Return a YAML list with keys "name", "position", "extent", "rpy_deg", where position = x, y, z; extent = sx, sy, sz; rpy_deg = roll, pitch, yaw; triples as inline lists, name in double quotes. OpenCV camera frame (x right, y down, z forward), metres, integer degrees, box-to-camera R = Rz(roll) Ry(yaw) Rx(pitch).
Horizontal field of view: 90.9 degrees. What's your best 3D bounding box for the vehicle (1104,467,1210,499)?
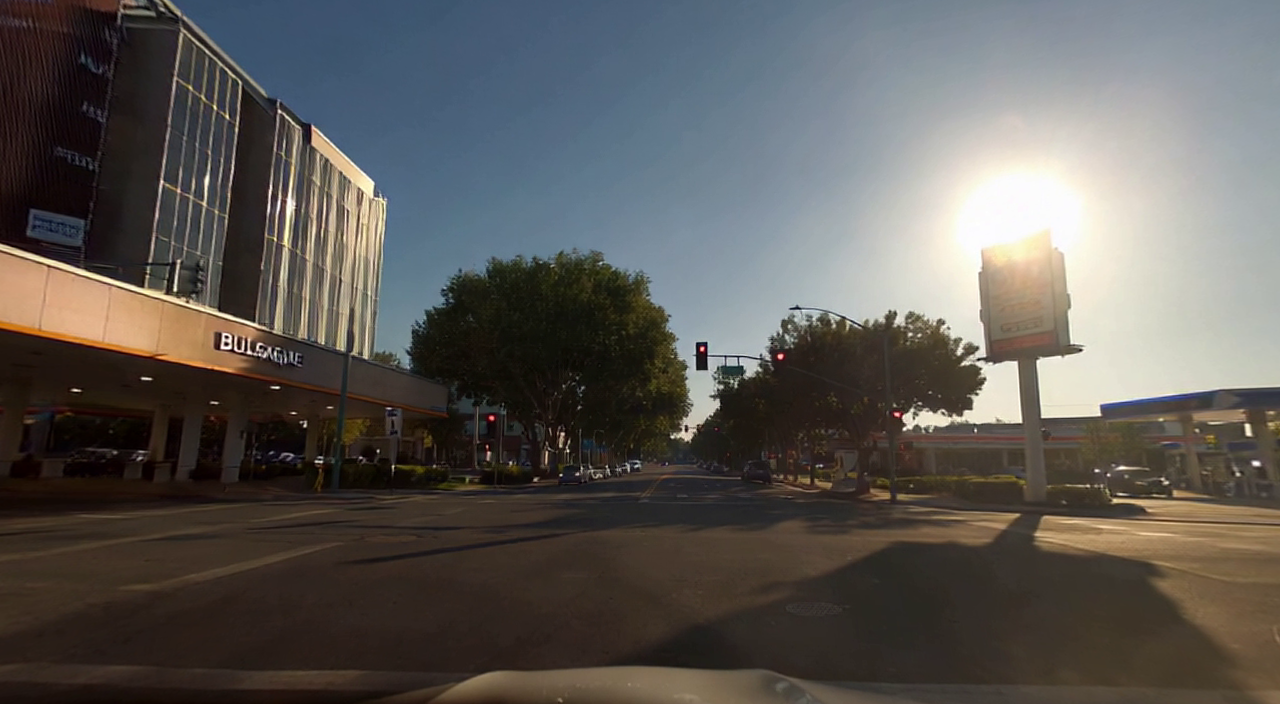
- name: "vehicle"
  position: [27.991, 7.068, 34.325]
  extent: [1.897, 1.466, 4.211]
  rpy_deg: [1, -8, -6]
